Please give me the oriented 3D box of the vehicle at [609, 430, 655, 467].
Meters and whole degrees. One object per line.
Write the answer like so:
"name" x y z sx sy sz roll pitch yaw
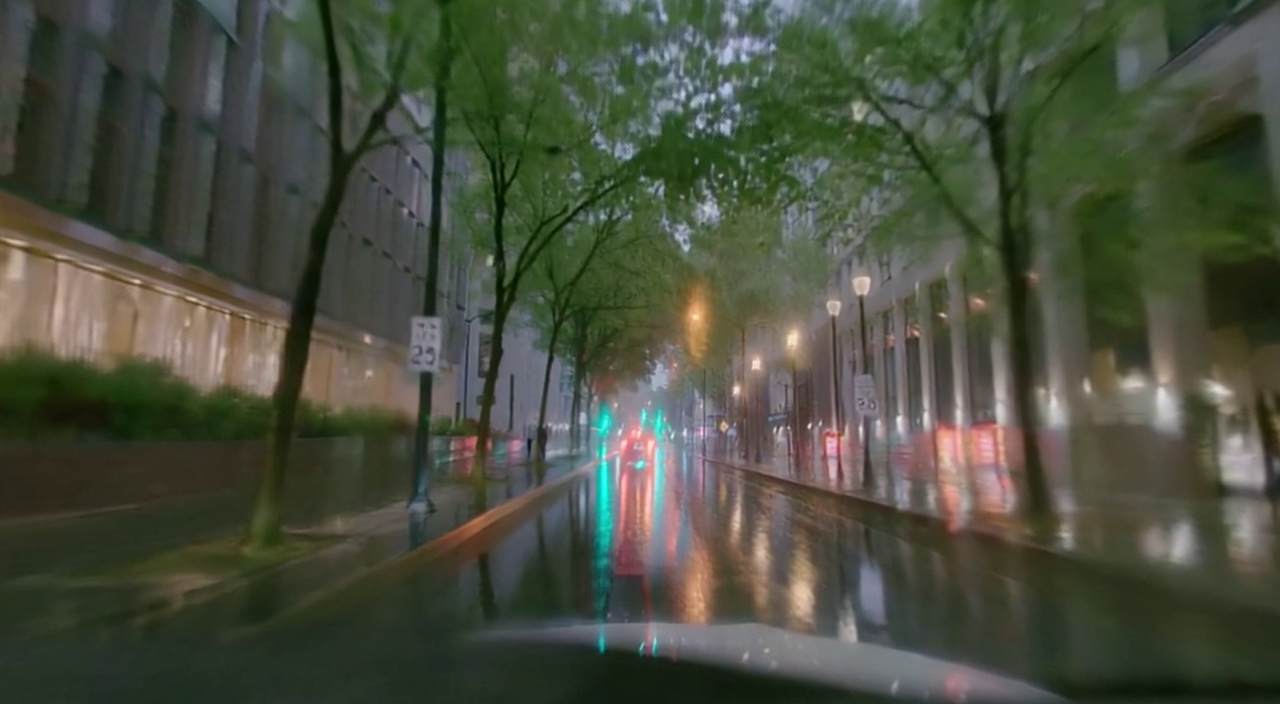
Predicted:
"vehicle" -0.378 4.593 29.961 2.079 1.621 3.861 0 -8 -1
